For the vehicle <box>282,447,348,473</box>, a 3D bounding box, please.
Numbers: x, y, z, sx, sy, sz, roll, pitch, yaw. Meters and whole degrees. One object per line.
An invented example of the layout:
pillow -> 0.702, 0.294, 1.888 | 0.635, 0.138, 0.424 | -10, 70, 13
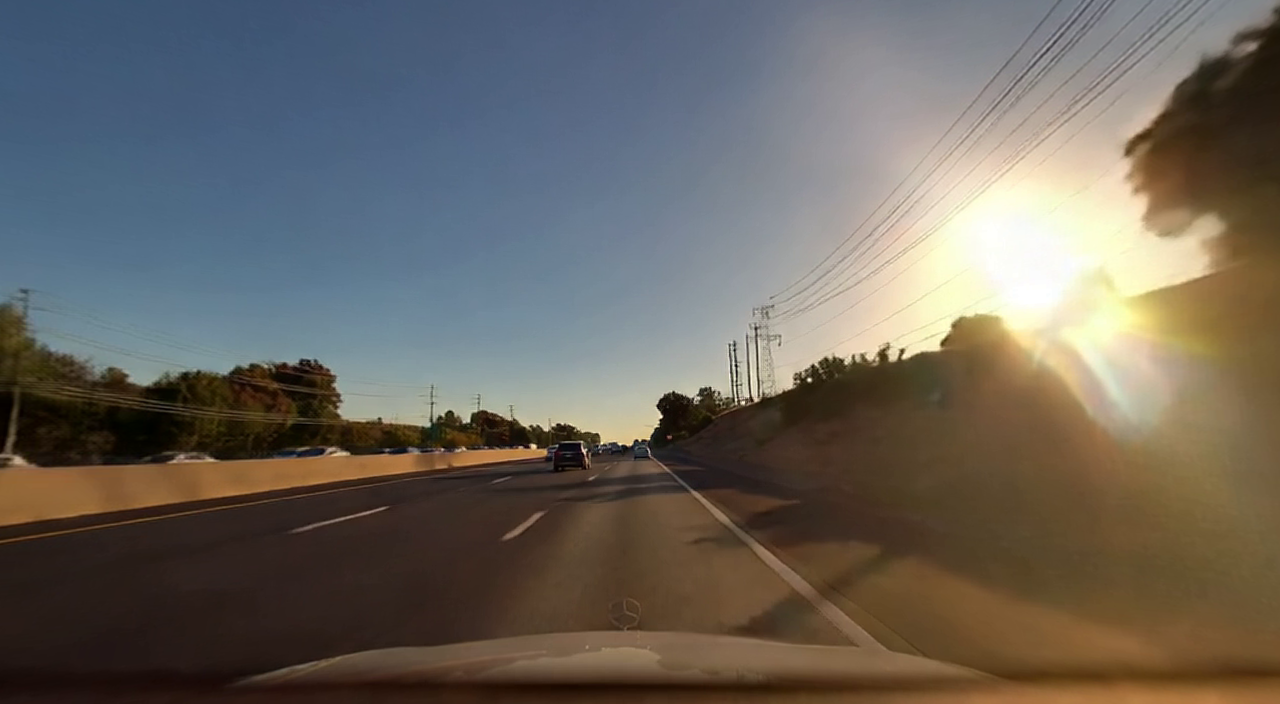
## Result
vehicle -> -24.370, 8.105, 47.531 | 2.001, 1.787, 5.480 | 0, -9, 0

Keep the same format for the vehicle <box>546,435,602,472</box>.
vehicle -> -3.702, 5.810, 36.297 | 2.577, 1.939, 5.408 | 0, -9, 1

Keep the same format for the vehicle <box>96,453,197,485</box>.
vehicle -> -28.370, 6.700, 36.434 | 1.971, 1.648, 4.712 | 0, -9, 0
